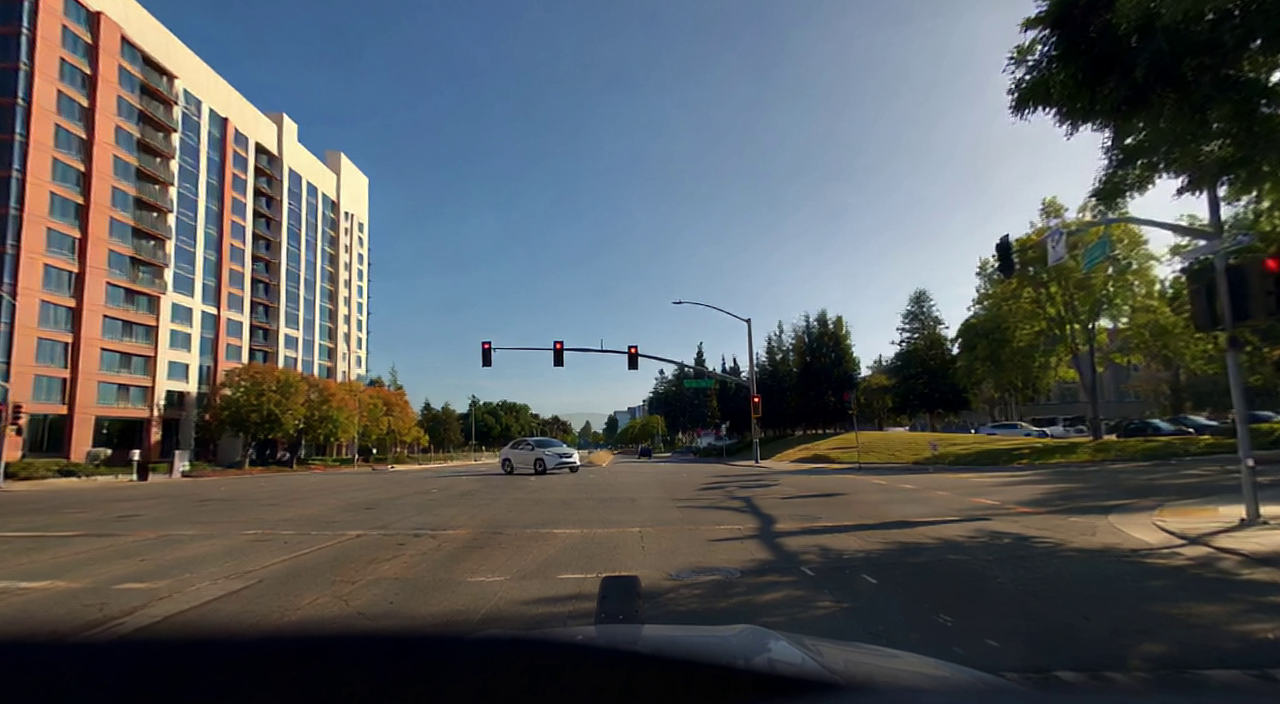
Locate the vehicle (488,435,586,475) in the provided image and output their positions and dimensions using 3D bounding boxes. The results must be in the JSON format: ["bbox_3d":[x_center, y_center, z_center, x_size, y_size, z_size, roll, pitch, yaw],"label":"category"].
[{"bbox_3d":[-5.307,5.191,32.085,5.357,1.814,2.141,-8,-12,44],"label":"vehicle"}]
